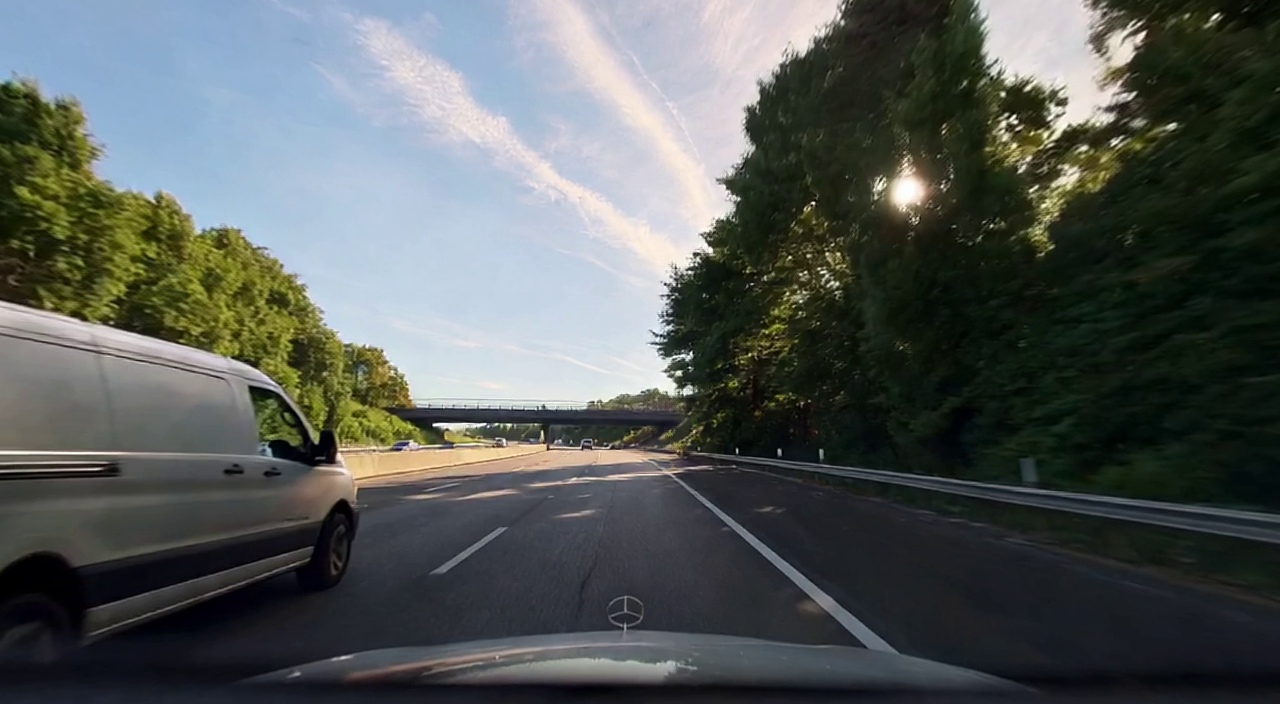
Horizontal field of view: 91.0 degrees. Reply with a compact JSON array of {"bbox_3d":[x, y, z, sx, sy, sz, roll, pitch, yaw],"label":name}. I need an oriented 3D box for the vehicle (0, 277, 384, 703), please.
[{"bbox_3d":[-3.593,0.801,3.213,2.372,1.891,5.061,0,-8,1],"label":"vehicle"}]

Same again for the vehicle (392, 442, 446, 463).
[{"bbox_3d":[-13.816,6.280,39.612,2.053,1.233,4.093,0,-8,-1],"label":"vehicle"}]
